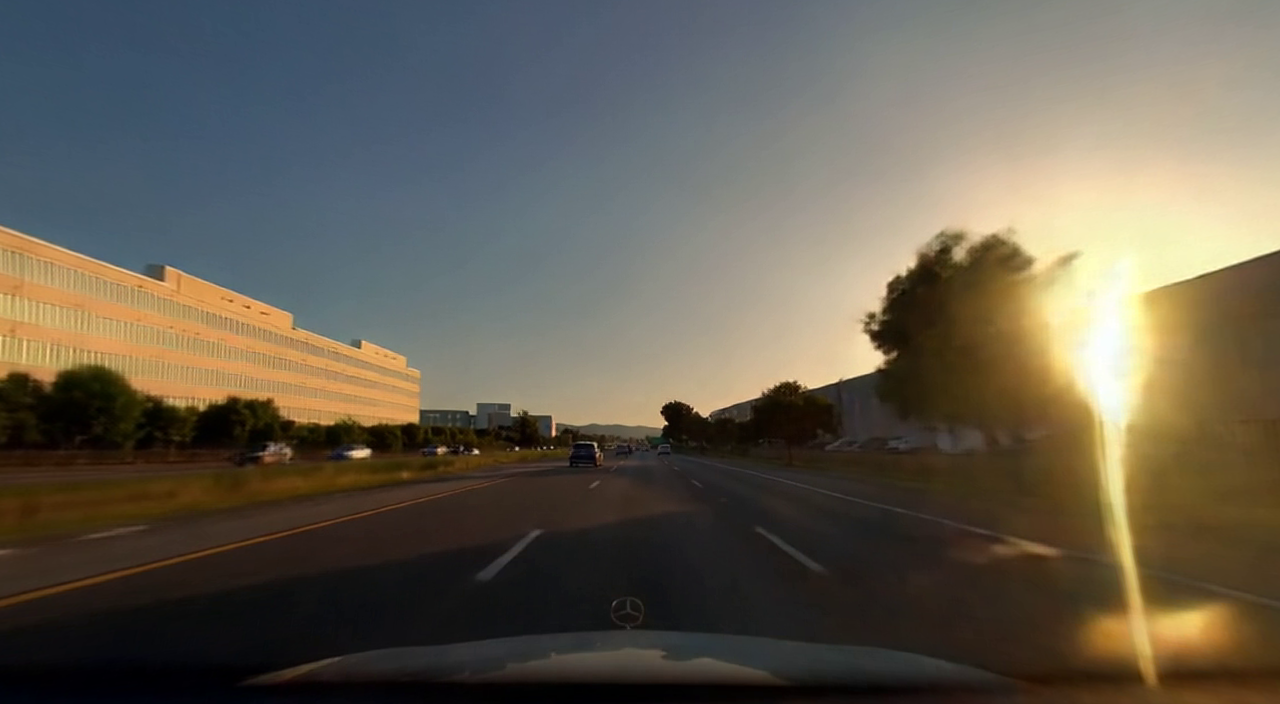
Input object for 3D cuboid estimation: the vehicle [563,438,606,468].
[{"bbox_3d":[-3.537,6.595,41.211,2.218,1.850,4.774,0,-9,1],"label":"vehicle"}]
